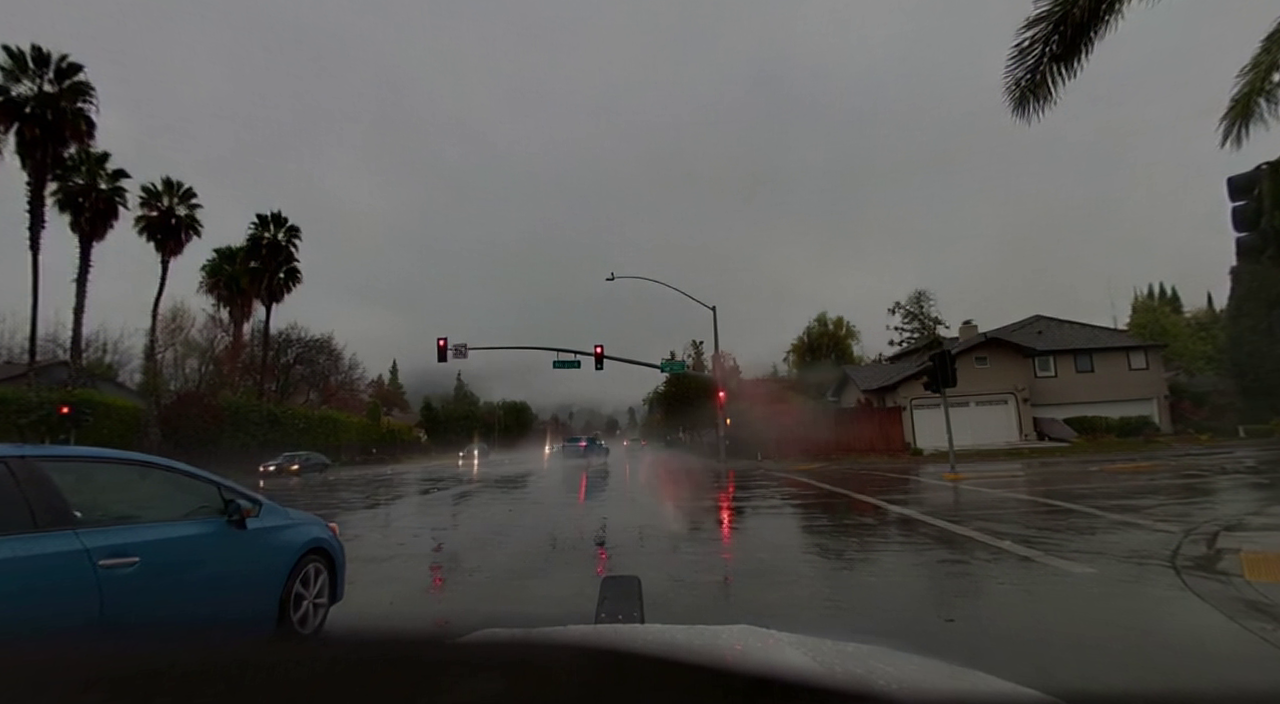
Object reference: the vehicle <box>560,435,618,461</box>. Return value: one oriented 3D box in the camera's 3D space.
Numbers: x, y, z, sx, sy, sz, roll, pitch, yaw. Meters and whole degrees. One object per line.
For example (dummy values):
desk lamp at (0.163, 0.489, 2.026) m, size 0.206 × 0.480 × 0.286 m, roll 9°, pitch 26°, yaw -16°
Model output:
vehicle at (-3.091, 6.008, 39.550) m, size 2.083 × 1.541 × 4.777 m, roll -3°, pitch -9°, yaw 15°

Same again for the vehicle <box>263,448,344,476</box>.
vehicle at (-20.009, 6.557, 37.814) m, size 2.084 × 1.528 × 4.778 m, roll -1°, pitch -9°, yaw 2°
